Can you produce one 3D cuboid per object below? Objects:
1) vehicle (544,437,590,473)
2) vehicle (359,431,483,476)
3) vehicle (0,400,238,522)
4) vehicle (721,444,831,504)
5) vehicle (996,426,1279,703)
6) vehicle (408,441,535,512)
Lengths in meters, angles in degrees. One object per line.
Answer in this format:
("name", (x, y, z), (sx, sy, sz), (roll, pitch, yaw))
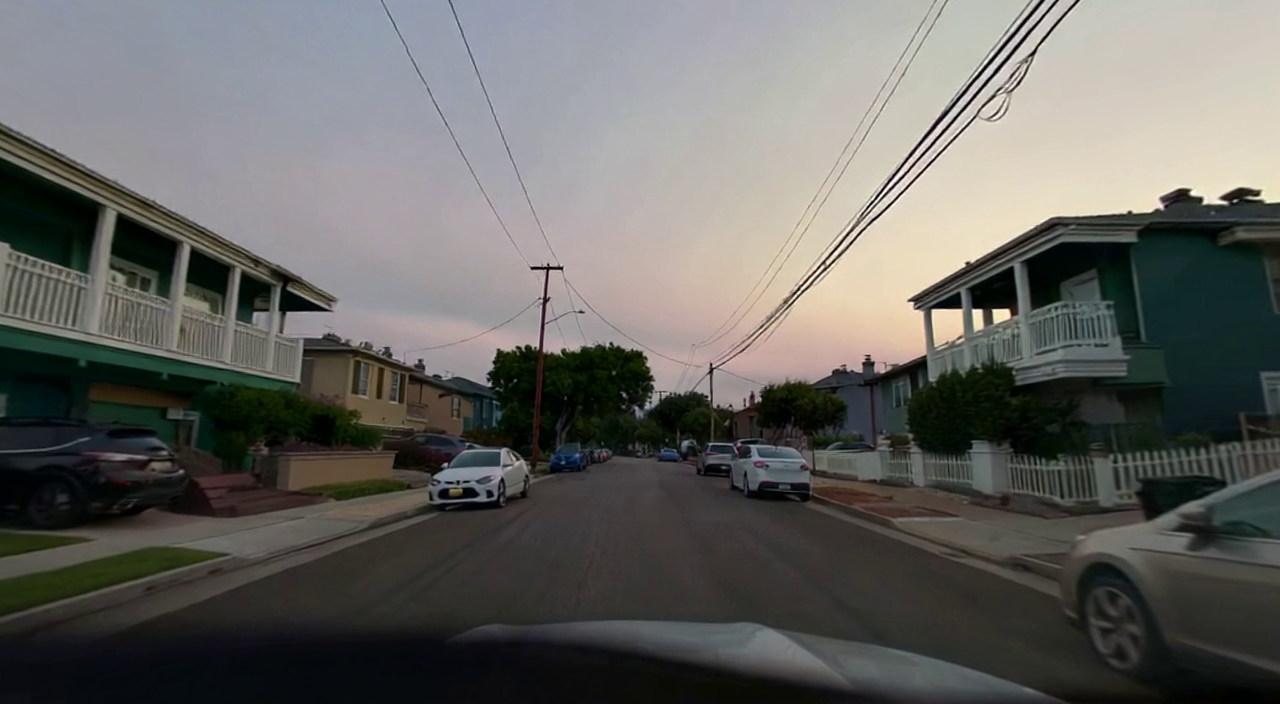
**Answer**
("vehicle", (-4.107, 5.883, 36.168), (2.057, 1.887, 5.053), (0, -8, 0))
("vehicle", (-9.165, 4.277, 26.779), (4.469, 1.816, 2.022), (0, -8, -1))
("vehicle", (-8.932, 1.663, 9.809), (3.993, 1.686, 1.947), (0, -8, 1))
("vehicle", (3.657, 3.349, 17.961), (1.862, 1.452, 4.737), (0, -8, -3))
("vehicle", (3.724, 1.070, 2.693), (1.975, 1.496, 4.042), (0, -8, -1))
("vehicle", (-3.873, 2.935, 15.445), (1.971, 1.460, 4.523), (0, -8, -2))
